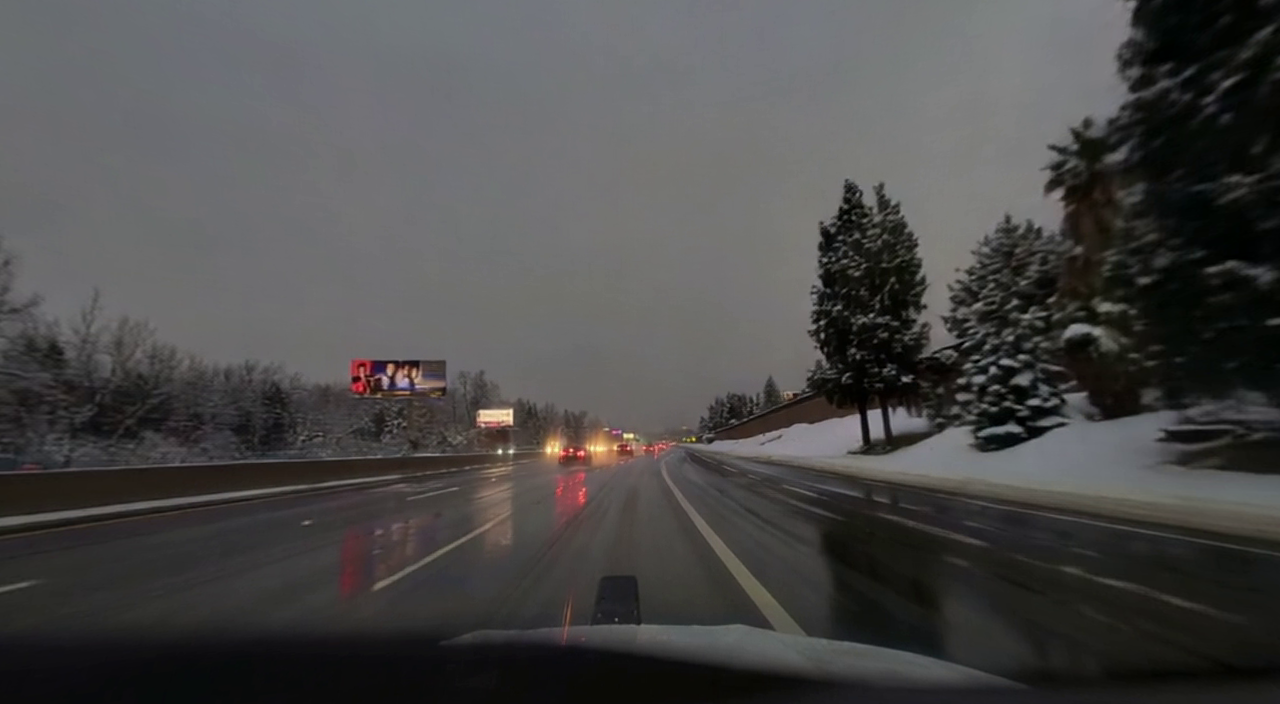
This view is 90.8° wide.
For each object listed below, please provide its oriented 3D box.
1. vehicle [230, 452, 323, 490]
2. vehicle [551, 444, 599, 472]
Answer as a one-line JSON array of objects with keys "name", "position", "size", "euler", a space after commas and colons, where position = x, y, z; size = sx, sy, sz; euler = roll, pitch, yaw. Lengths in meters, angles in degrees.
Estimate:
[{"name": "vehicle", "position": [-14.699, 4.814, 25.770], "size": [1.603, 1.379, 3.469], "euler": [0, -9, 2]}, {"name": "vehicle", "position": [-3.694, 6.094, 36.568], "size": [2.078, 1.457, 4.648], "euler": [-1, -8, 3]}]
